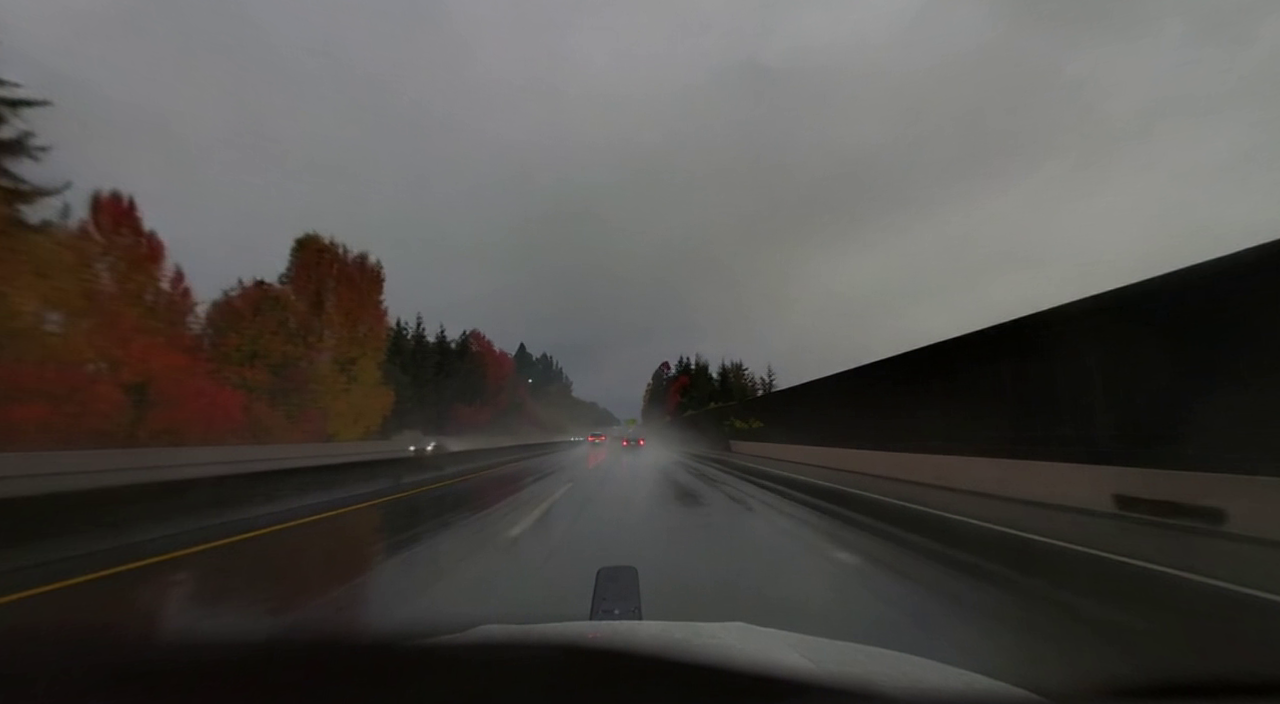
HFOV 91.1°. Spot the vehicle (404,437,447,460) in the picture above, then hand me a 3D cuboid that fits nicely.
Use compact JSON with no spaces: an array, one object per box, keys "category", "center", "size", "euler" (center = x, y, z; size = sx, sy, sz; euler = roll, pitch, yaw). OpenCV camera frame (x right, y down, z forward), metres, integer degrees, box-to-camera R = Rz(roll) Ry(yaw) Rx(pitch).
[{"category":"vehicle","center":[-16.957,7.617,49.963],"size":[1.958,1.710,4.234],"euler":[0,-8,-1]}]
